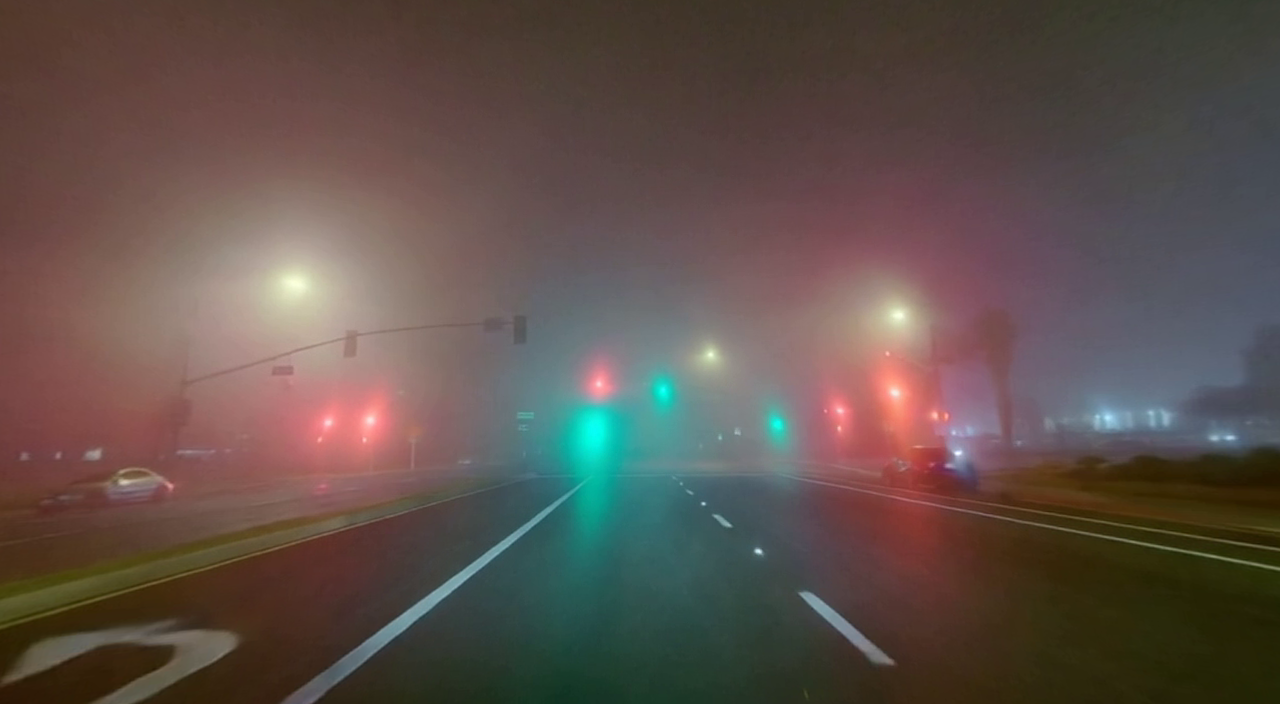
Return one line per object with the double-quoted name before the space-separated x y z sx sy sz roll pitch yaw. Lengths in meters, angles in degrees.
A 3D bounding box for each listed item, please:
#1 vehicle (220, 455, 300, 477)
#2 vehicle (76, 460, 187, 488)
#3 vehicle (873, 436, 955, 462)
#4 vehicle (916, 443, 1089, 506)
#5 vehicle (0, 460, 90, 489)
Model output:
"vehicle" -27.977 8.396 46.649 4.665 1.494 1.850 0 -9 -3
"vehicle" -29.454 7.045 36.679 4.692 1.476 1.946 0 -9 -2
"vehicle" 20.241 7.166 46.746 5.021 1.780 2.191 0 -9 -3
"vehicle" 9.802 3.317 17.658 1.918 1.483 4.813 0 -9 -1
"vehicle" -35.488 7.189 37.074 4.563 1.451 2.046 -2 -8 1
